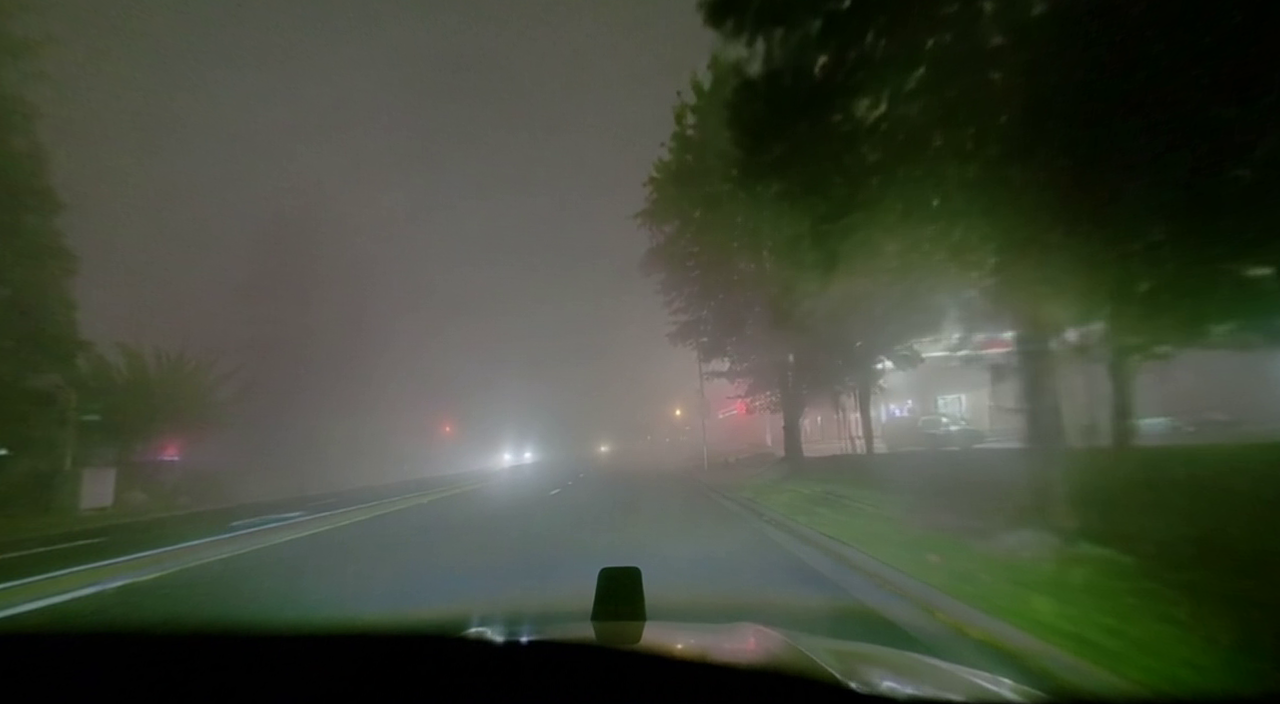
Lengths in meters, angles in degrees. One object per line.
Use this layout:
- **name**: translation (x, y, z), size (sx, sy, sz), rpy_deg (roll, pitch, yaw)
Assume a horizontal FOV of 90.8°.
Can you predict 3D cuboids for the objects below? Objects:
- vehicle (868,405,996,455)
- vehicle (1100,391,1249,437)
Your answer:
- **vehicle**: translation (12.616, 3.529, 27.719), size (1.939, 1.753, 4.974), rpy_deg (5, -12, -23)
- **vehicle**: translation (23.824, 2.836, 28.366), size (1.796, 1.664, 4.617), rpy_deg (1, -10, -32)
